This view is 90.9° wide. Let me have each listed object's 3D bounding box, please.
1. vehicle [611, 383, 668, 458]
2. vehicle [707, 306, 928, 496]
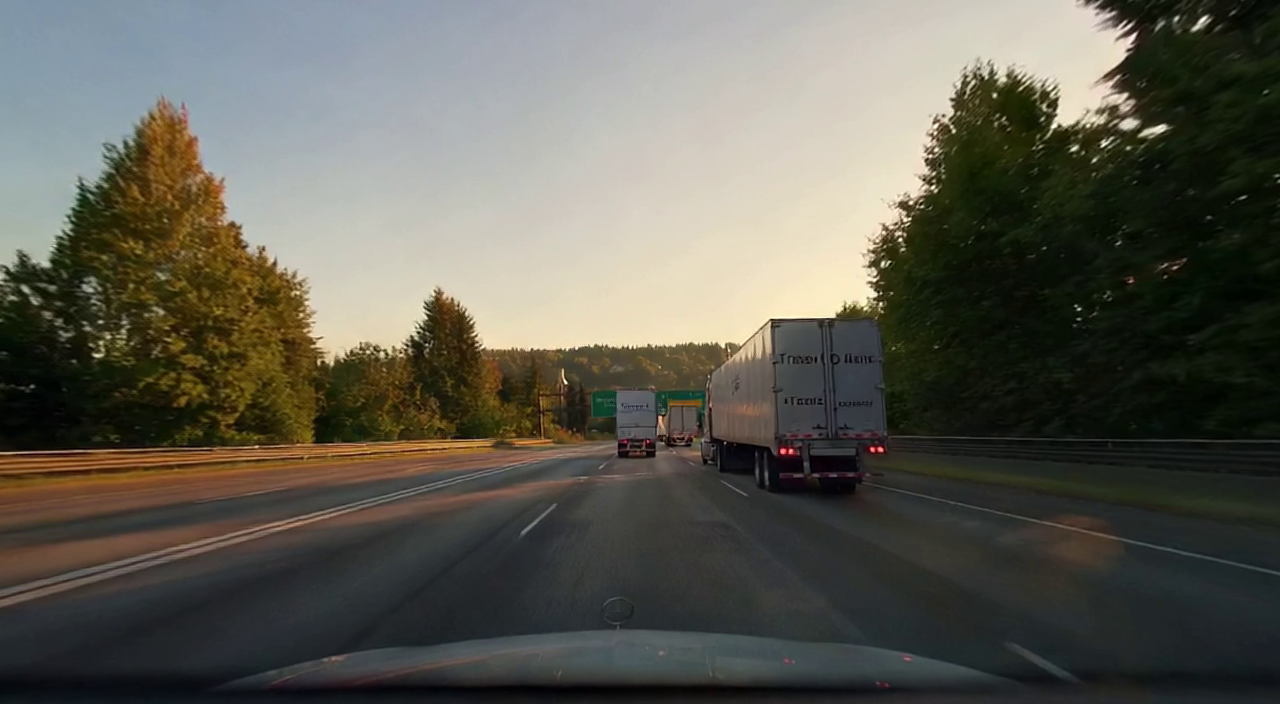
[{"bbox_3d":[-0.114,4.227,37.908,2.958,3.917,10.196,0,-8,-1],"label":"vehicle"},{"bbox_3d":[4.615,1.991,20.976,2.856,4.145,14.500,0,-8,-1],"label":"vehicle"}]
